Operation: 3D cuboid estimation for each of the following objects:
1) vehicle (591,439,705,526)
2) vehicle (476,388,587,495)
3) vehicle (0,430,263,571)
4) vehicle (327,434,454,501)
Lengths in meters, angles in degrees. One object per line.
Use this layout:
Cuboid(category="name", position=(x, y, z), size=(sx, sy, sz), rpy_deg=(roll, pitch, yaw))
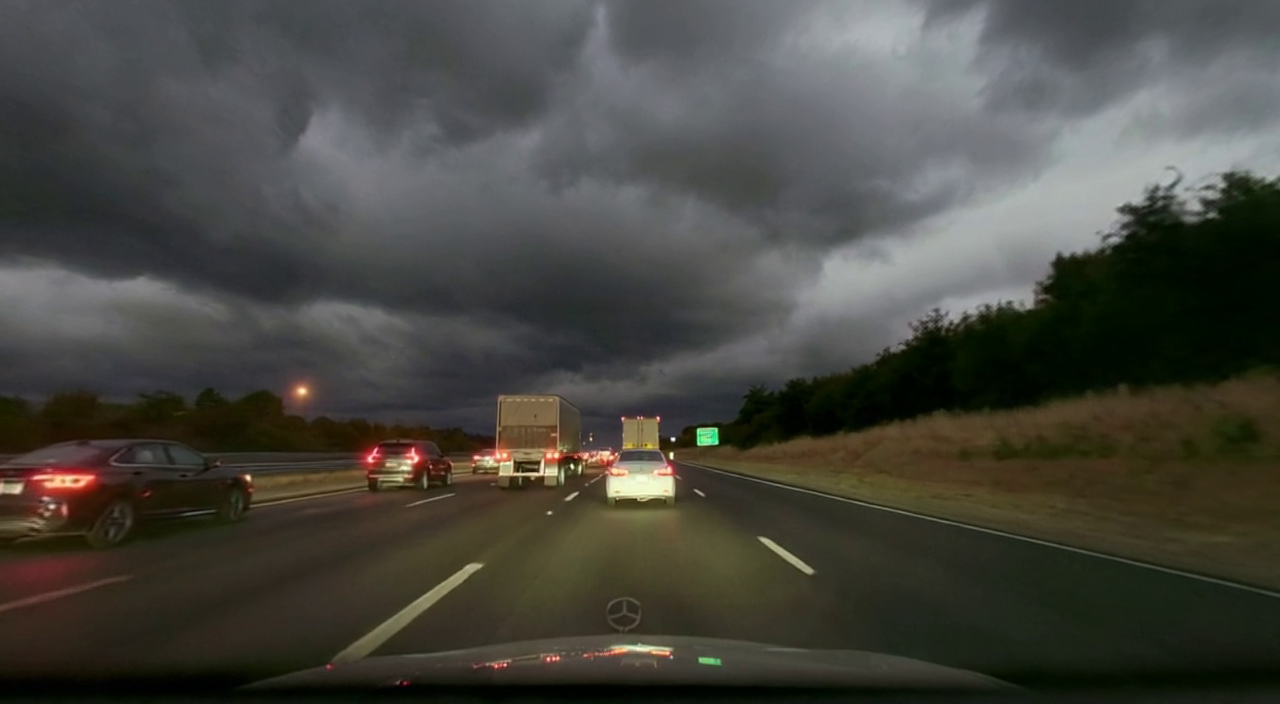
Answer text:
Cuboid(category="vehicle", position=(0.097, 2.572, 12.858), size=(1.995, 1.495, 3.380), rpy_deg=(0, -9, -1))
Cuboid(category="vehicle", position=(-3.731, 3.370, 23.619), size=(2.812, 3.342, 7.248), rpy_deg=(-1, -9, 1))
Cuboid(category="vehicle", position=(-7.892, 1.984, 9.191), size=(1.879, 1.521, 4.623), rpy_deg=(-1, -9, 1))
Cuboid(category="vehicle", position=(-7.306, 3.429, 19.020), size=(1.952, 1.746, 4.332), rpy_deg=(-1, -9, 1))
